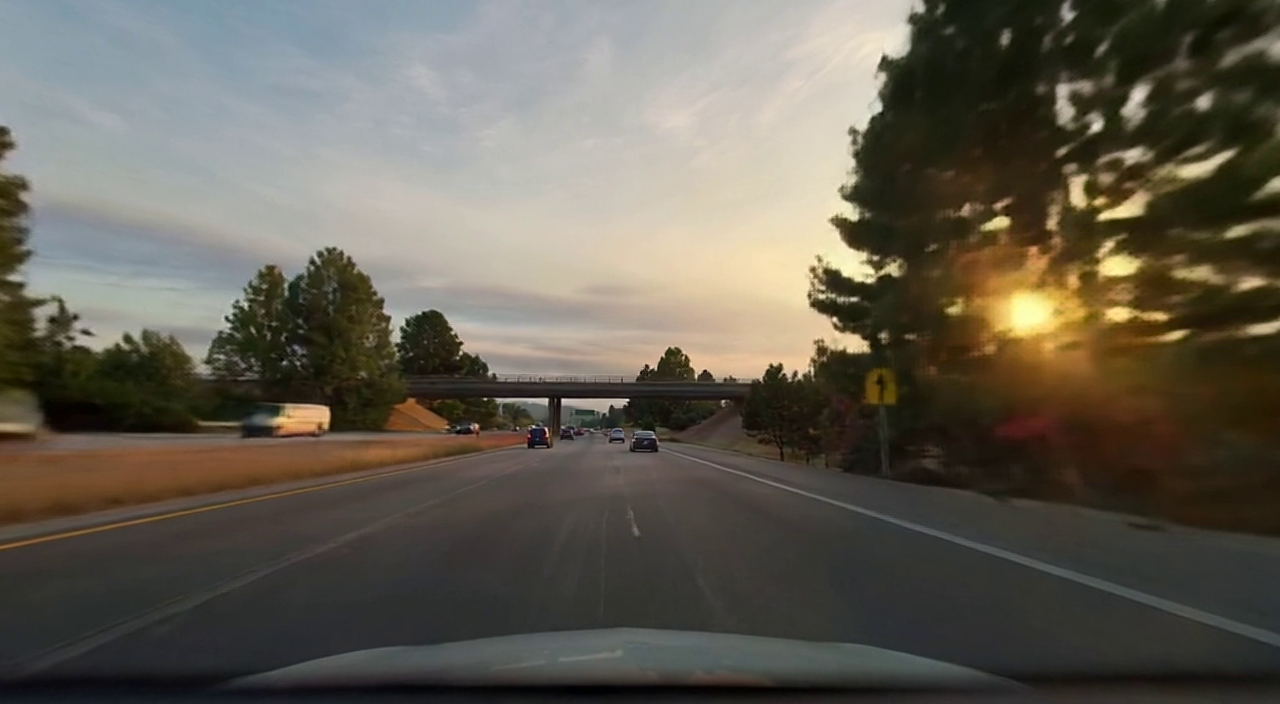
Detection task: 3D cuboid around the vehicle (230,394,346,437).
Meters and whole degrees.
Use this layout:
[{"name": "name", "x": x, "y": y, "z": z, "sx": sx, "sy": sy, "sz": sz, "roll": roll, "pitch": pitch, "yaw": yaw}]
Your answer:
[{"name": "vehicle", "x": -20.634, "y": 3.924, "z": 37.492, "sx": 2.481, "sy": 2.298, "sz": 8.313, "roll": 1, "pitch": -8, "yaw": -3}]

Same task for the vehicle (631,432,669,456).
[{"name": "vehicle", "x": 0.545, "y": 5.600, "z": 38.436, "sx": 1.999, "sy": 1.329, "sz": 3.913, "roll": 1, "pitch": -8, "yaw": -4}]
